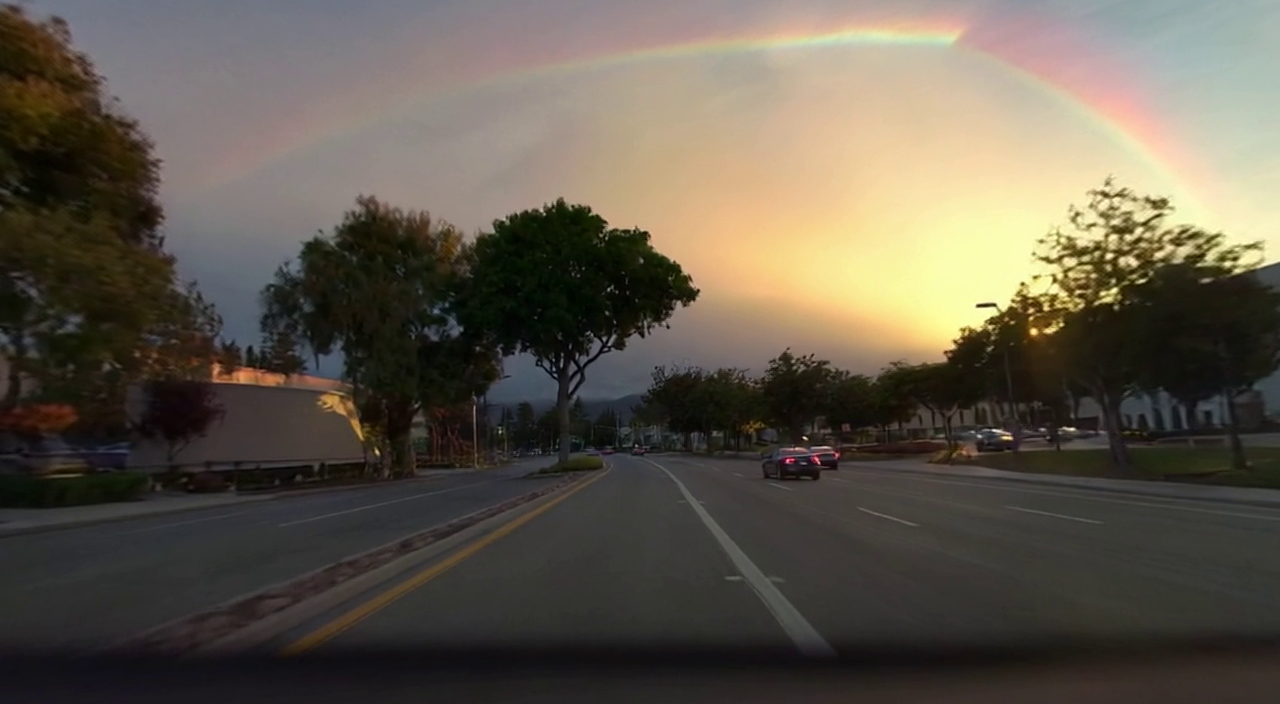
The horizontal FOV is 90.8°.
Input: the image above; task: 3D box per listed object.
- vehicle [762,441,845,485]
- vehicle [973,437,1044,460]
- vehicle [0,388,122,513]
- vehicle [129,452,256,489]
[{"bbox_3d":[6.549,4.481,25.788,2.181,1.639,4.127,0,-9,-1],"label":"vehicle"},{"bbox_3d":[24.222,6.337,41.578,3.603,1.474,1.634,0,-9,-2],"label":"vehicle"},{"bbox_3d":[-21.405,3.031,19.390,8.324,3.550,2.670,0,-9,-2],"label":"vehicle"},{"bbox_3d":[-20.960,5.559,29.718,4.519,1.614,1.898,-1,-9,2],"label":"vehicle"}]
